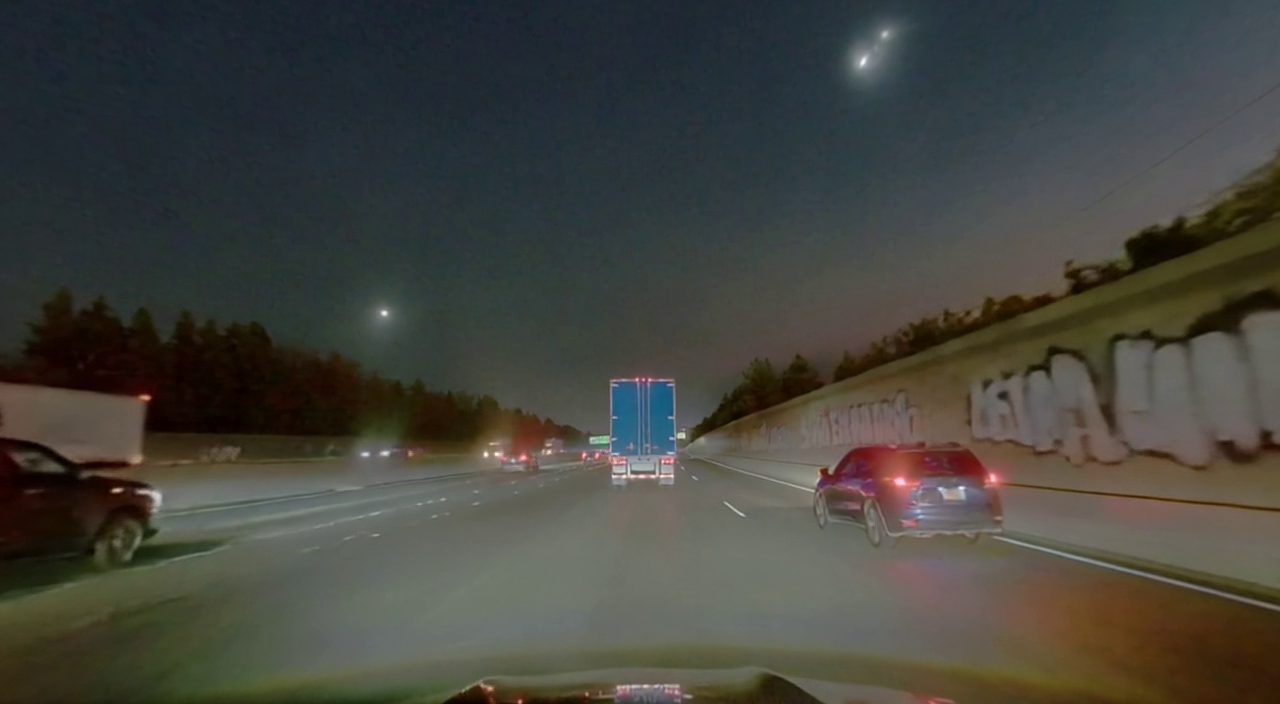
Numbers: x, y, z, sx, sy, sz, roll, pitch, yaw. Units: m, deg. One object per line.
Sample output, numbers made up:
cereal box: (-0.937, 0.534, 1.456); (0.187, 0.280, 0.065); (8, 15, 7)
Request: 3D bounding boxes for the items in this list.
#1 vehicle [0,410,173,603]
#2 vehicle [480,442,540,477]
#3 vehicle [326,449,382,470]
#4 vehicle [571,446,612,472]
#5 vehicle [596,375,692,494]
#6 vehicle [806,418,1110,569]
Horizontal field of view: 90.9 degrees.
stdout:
vehicle: (-6.687, 1.278, 5.017); (2.134, 1.662, 4.851); (0, -9, 1)
vehicle: (-6.372, 5.351, 31.416); (2.005, 1.607, 4.042); (-1, -9, 2)
vehicle: (-20.754, 7.822, 45.909); (1.806, 1.455, 4.426); (-1, -9, 3)
vehicle: (-2.892, 6.487, 38.347); (2.020, 1.505, 4.171); (0, -9, 2)
vehicle: (0.120, 3.295, 24.351); (2.915, 3.661, 9.741); (0, -9, 0)
vehicle: (4.170, 1.948, 9.377); (2.205, 1.689, 4.403); (0, -9, 0)
